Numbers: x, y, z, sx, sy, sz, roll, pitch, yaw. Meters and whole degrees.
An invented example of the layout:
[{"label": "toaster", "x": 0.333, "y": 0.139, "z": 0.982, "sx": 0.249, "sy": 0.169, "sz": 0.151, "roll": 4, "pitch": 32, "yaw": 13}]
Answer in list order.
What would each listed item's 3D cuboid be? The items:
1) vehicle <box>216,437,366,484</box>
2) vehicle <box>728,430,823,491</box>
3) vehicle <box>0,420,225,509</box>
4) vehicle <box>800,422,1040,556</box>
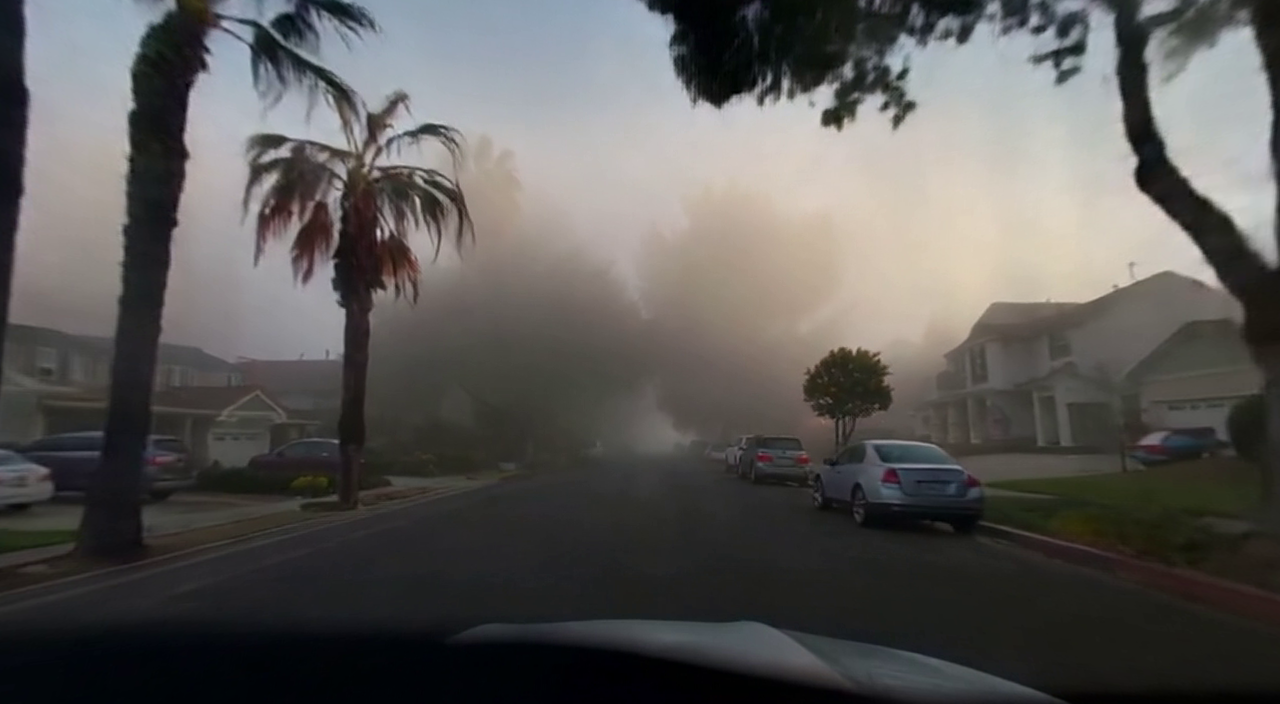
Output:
[{"label": "vehicle", "x": -12.961, "y": 4.032, "z": 23.676, "sx": 4.448, "sy": 1.679, "sz": 1.972, "roll": 0, "pitch": -8, "yaw": 2}, {"label": "vehicle", "x": 4.356, "y": 3.578, "z": 21.243, "sx": 2.166, "sy": 1.766, "sz": 5.186, "roll": 0, "pitch": -8, "yaw": 2}, {"label": "vehicle", "x": -13.233, "y": 2.707, "z": 15.486, "sx": 4.576, "sy": 1.977, "sz": 2.153, "roll": 0, "pitch": -8, "yaw": 3}, {"label": "vehicle", "x": 4.357, "y": 2.172, "z": 10.950, "sx": 1.971, "sy": 1.663, "sz": 5.076, "roll": 2, "pitch": -8, "yaw": 1}]
